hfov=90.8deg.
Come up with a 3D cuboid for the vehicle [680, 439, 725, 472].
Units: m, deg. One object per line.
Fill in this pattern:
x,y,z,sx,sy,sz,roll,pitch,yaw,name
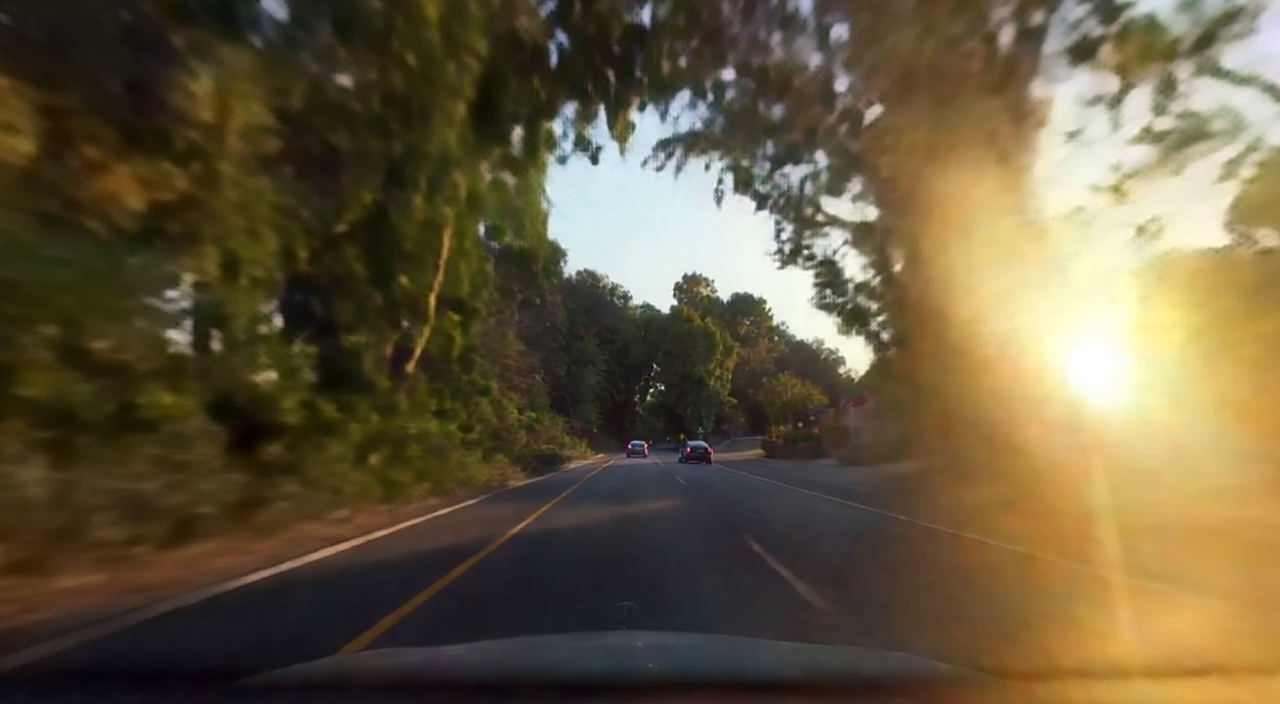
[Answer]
3.332,5.601,34.386,1.888,1.640,4.044,0,-8,-2,vehicle
